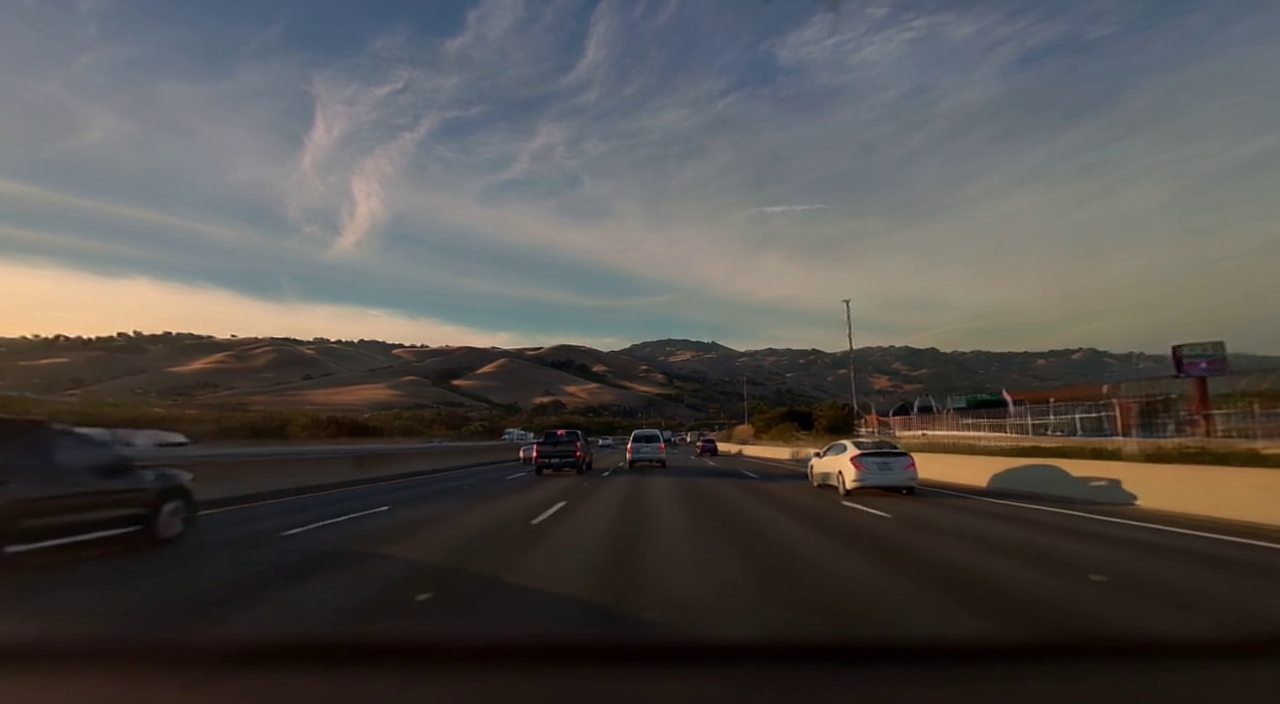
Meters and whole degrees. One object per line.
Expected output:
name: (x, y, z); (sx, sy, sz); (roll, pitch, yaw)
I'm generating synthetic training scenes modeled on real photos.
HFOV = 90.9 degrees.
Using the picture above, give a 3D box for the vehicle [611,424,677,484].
vehicle: (0.181, 3.445, 21.507); (2.052, 1.808, 3.898); (-1, -8, 2)

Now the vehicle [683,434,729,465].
vehicle: (3.884, 5.854, 37.970); (2.067, 1.775, 4.372); (0, -8, -3)

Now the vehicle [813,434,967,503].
vehicle: (5.936, 2.805, 15.637); (1.998, 1.456, 4.338); (0, -8, 0)

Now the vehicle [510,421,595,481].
vehicle: (-3.148, 3.762, 24.107); (2.316, 1.999, 5.765); (0, -8, 1)

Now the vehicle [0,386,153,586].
vehicle: (-6.893, 1.143, 5.171); (2.036, 1.813, 4.564); (-1, -8, 2)
